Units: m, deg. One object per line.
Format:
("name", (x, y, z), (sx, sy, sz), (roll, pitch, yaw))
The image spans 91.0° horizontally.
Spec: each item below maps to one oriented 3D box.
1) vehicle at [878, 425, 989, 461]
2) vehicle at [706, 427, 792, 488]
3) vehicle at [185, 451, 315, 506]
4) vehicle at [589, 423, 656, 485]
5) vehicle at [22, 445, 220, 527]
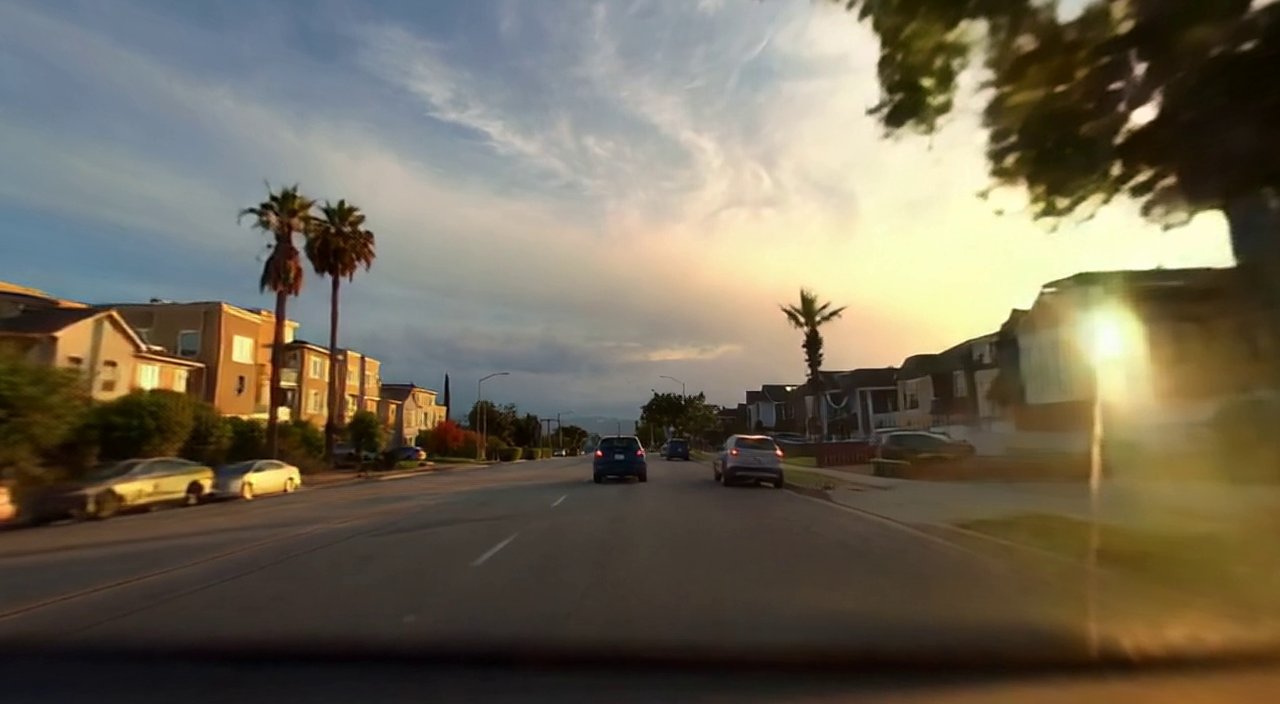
("vehicle", (14.004, 4.363, 30.242), (4.238, 1.621, 2.067), (-1, -8, -1))
("vehicle", (3.403, 3.356, 20.337), (1.949, 1.685, 4.161), (2, -8, -1))
("vehicle", (-14.081, 4.537, 23.099), (1.877, 1.443, 4.677), (-4, -6, -1))
("vehicle", (-0.539, 3.414, 21.480), (1.994, 1.810, 5.057), (-1, -8, 0))
("vehicle", (-13.985, 3.558, 17.377), (1.890, 1.640, 4.320), (-4, -6, -1))
